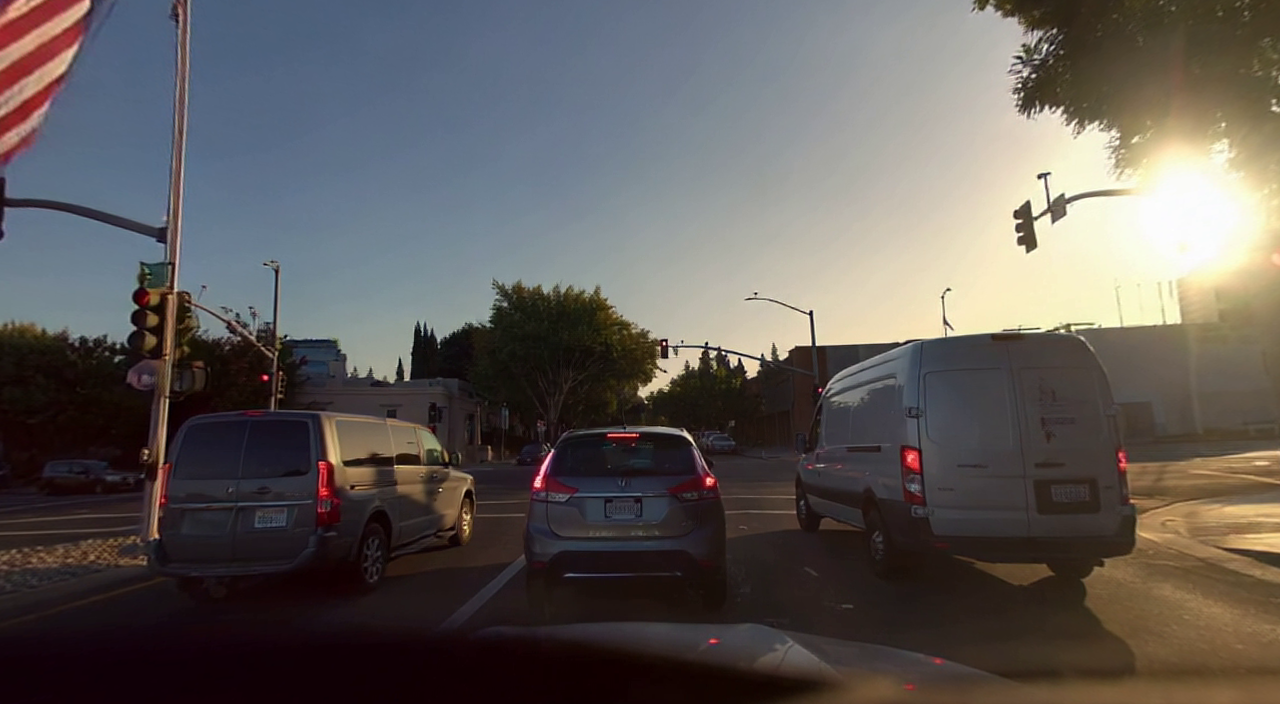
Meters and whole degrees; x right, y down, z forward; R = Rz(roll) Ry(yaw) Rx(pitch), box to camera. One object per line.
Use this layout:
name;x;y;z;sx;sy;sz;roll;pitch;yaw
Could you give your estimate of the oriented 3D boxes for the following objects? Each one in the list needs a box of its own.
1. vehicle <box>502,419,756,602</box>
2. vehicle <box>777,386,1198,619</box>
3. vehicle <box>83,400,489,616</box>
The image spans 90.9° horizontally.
vehicle;-0.130;1.619;7.345;2.098;1.494;4.118;0;-9;-1
vehicle;3.095;1.460;7.013;2.178;1.746;4.400;0;-9;1
vehicle;-3.299;1.529;7.039;2.024;1.677;3.998;-1;-9;3
